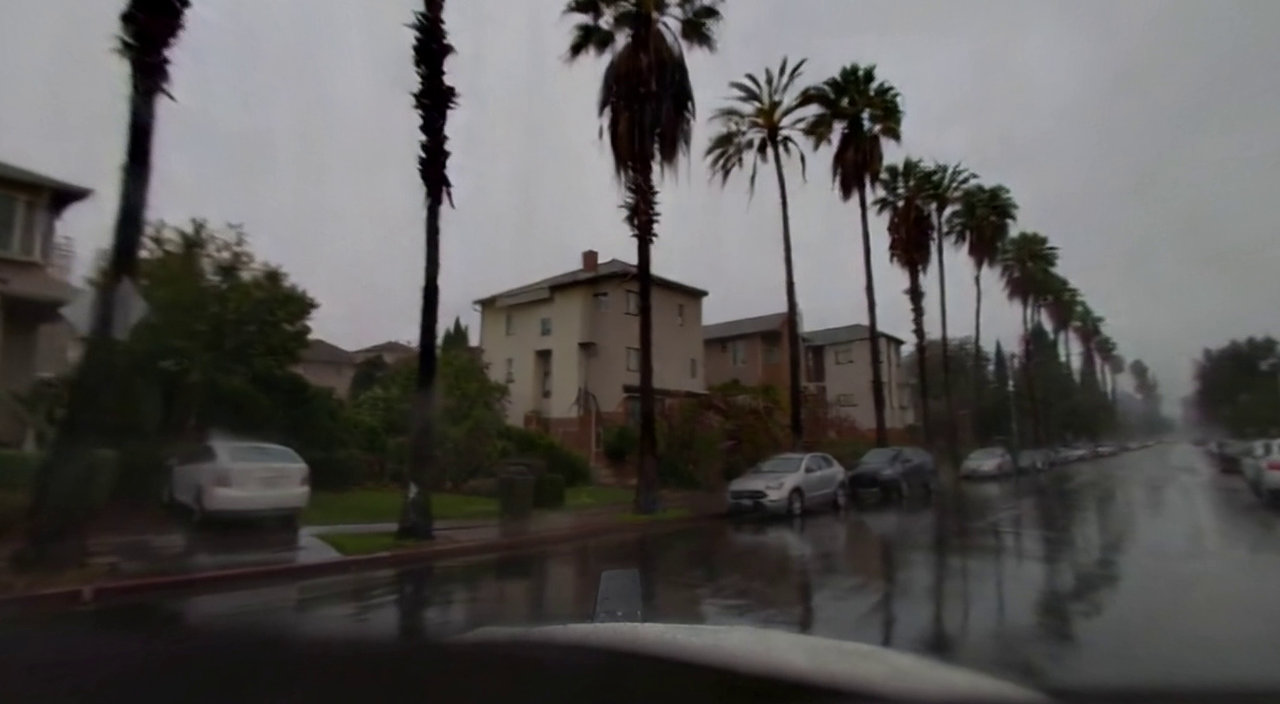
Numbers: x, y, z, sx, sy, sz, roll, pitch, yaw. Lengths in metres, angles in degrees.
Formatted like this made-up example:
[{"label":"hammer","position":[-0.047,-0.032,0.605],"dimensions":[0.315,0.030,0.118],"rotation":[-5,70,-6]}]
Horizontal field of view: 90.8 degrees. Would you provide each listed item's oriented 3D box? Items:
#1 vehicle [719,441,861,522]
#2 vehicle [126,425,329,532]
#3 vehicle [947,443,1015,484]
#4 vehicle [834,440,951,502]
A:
[{"label":"vehicle","position":[3.755,3.048,15.449],"dimensions":[1.816,1.697,3.777],"rotation":[-7,-11,39]},{"label":"vehicle","position":[-7.863,2.275,11.927],"dimensions":[4.057,1.630,2.134],"rotation":[-8,-11,42]},{"label":"vehicle","position":[16.658,5.393,30.765],"dimensions":[1.947,1.803,4.381],"rotation":[-8,-12,38]},{"label":"vehicle","position":[8.669,3.918,21.391],"dimensions":[2.020,1.819,5.168],"rotation":[-8,-11,40]}]
